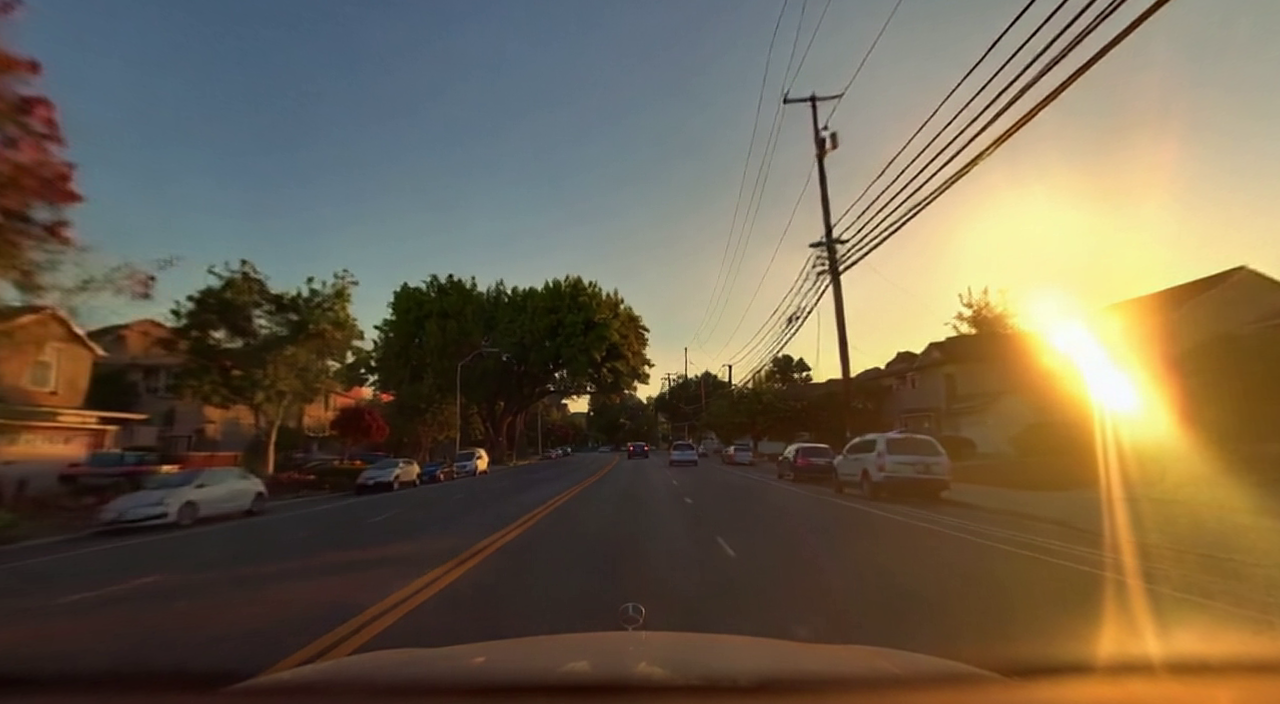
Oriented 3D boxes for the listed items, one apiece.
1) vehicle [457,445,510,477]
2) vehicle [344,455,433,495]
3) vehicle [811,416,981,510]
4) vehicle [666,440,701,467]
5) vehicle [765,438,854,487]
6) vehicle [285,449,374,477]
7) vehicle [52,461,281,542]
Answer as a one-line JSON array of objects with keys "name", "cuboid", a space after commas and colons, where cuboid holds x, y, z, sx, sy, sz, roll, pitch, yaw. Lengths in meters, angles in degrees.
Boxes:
[{"name": "vehicle", "cuboid": [-10.438, 7.275, 42.434, 2.258, 1.846, 4.843, -4, -8, 1]}, {"name": "vehicle", "cuboid": [-10.605, 5.191, 26.938, 2.098, 1.503, 4.113, 0, -8, 0]}, {"name": "vehicle", "cuboid": [6.517, 2.916, 16.986, 2.274, 2.090, 5.465, 0, -8, 0]}, {"name": "vehicle", "cuboid": [2.974, 7.115, 44.268, 2.070, 1.765, 4.731, 0, -8, -1]}, {"name": "vehicle", "cuboid": [6.339, 4.177, 24.208, 2.079, 1.697, 4.753, 0, -8, 0]}, {"name": "vehicle", "cuboid": [-17.952, 6.443, 36.574, 4.092, 1.546, 1.995, 0, -8, 1]}, {"name": "vehicle", "cuboid": [-10.772, 3.389, 14.889, 1.896, 1.495, 4.425, 0, -8, 1]}]
